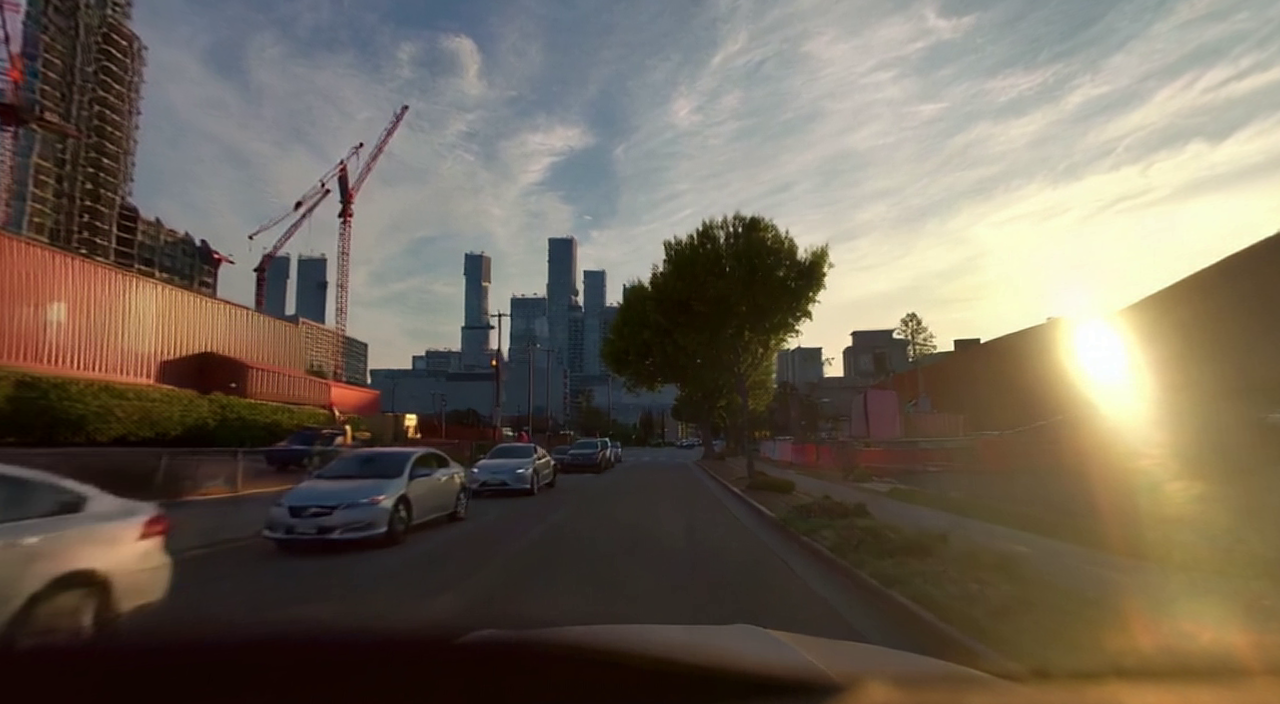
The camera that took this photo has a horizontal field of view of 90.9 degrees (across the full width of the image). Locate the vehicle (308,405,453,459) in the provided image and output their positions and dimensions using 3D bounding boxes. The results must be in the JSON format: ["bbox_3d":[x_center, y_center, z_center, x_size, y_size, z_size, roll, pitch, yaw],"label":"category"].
[{"bbox_3d":[-12.398,3.862,30.319,6.039,2.449,2.273,-1,-8,9],"label":"vehicle"}]

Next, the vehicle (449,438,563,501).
[{"bbox_3d":[-3.461,3.097,17.220,1.948,1.460,4.394,-1,-8,3],"label":"vehicle"}]

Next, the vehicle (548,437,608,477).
[{"bbox_3d":[-2.656,4.625,28.066,1.980,1.635,4.153,-1,-8,4],"label":"vehicle"}]

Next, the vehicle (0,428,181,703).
[{"bbox_3d":[-4.083,0.998,2.256,1.806,1.451,3.878,-1,-8,3],"label":"vehicle"}]

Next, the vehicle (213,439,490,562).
[{"bbox_3d":[-3.958,2.061,9.686,1.996,1.411,4.370,-1,-8,3],"label":"vehicle"}]
